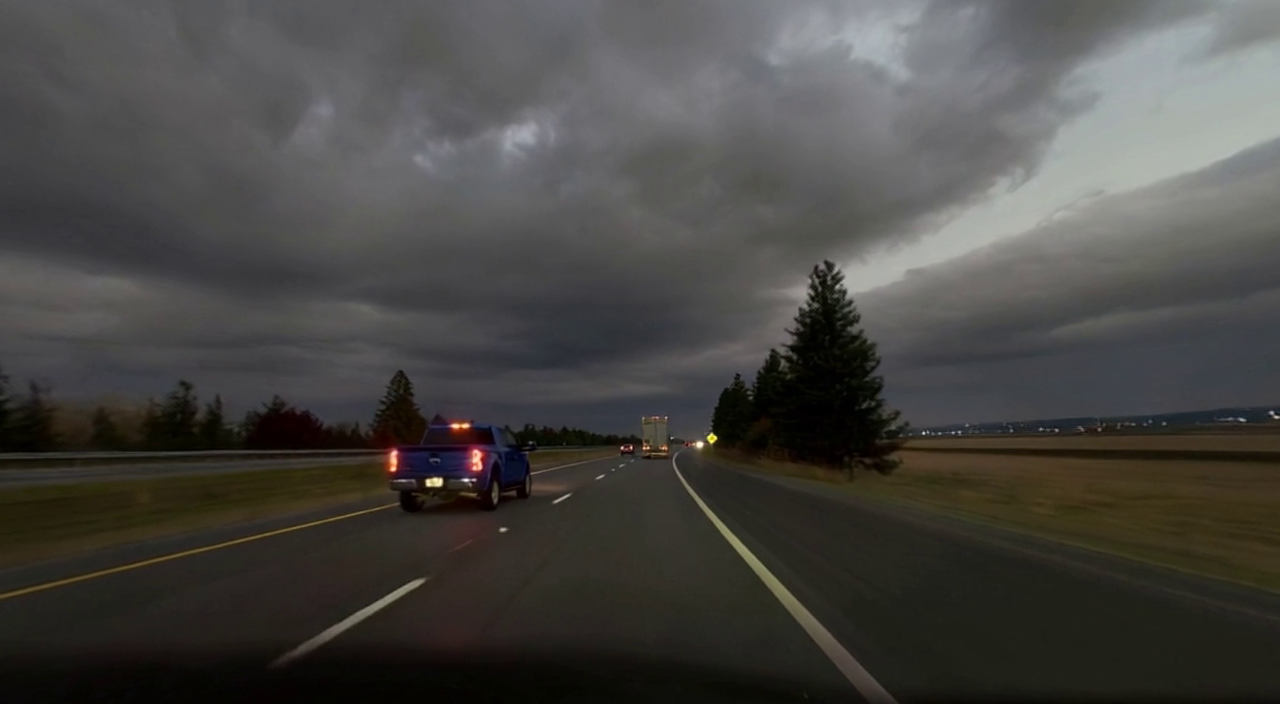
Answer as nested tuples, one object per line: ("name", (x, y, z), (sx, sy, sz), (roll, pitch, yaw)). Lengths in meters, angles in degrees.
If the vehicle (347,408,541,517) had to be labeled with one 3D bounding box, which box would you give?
("vehicle", (-3.699, 2.241, 13.123), (2.295, 1.815, 4.983), (0, -9, 2))
